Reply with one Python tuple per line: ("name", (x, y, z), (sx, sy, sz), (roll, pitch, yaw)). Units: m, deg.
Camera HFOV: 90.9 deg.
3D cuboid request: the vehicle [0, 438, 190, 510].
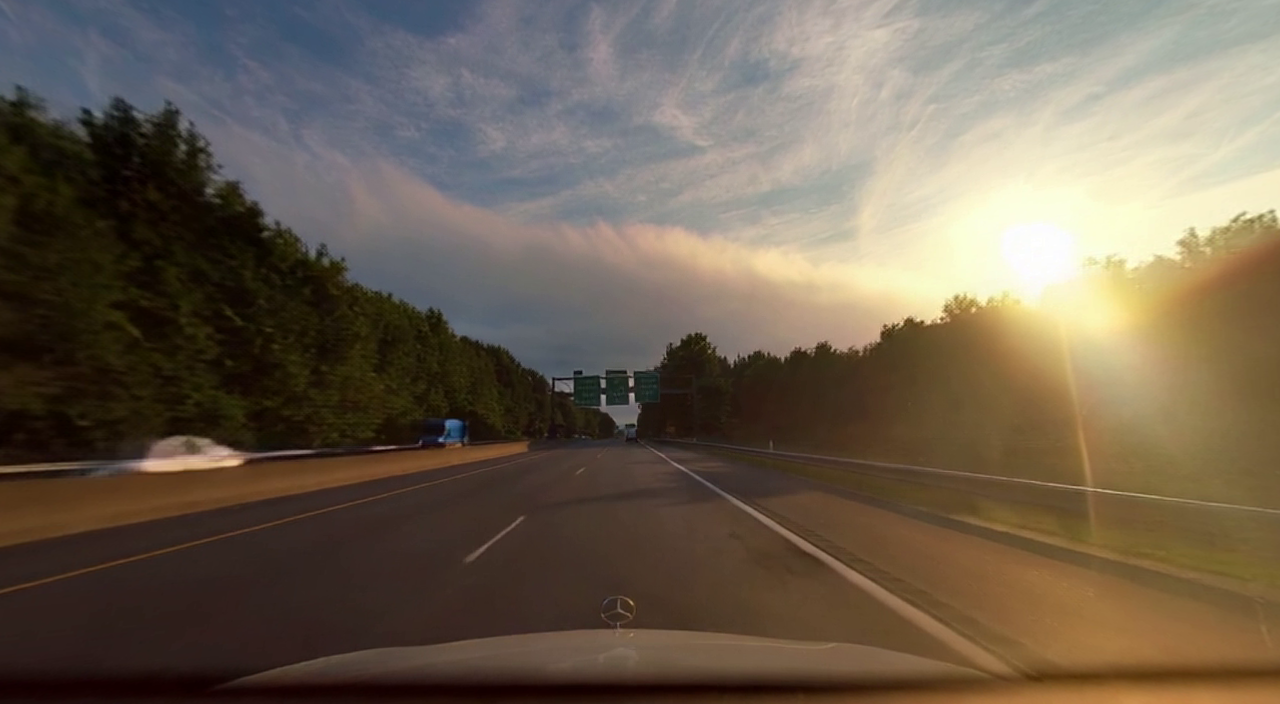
("vehicle", (-12.565, 2.705, 14.523), (1.671, 1.412, 3.718), (0, -8, -2))
